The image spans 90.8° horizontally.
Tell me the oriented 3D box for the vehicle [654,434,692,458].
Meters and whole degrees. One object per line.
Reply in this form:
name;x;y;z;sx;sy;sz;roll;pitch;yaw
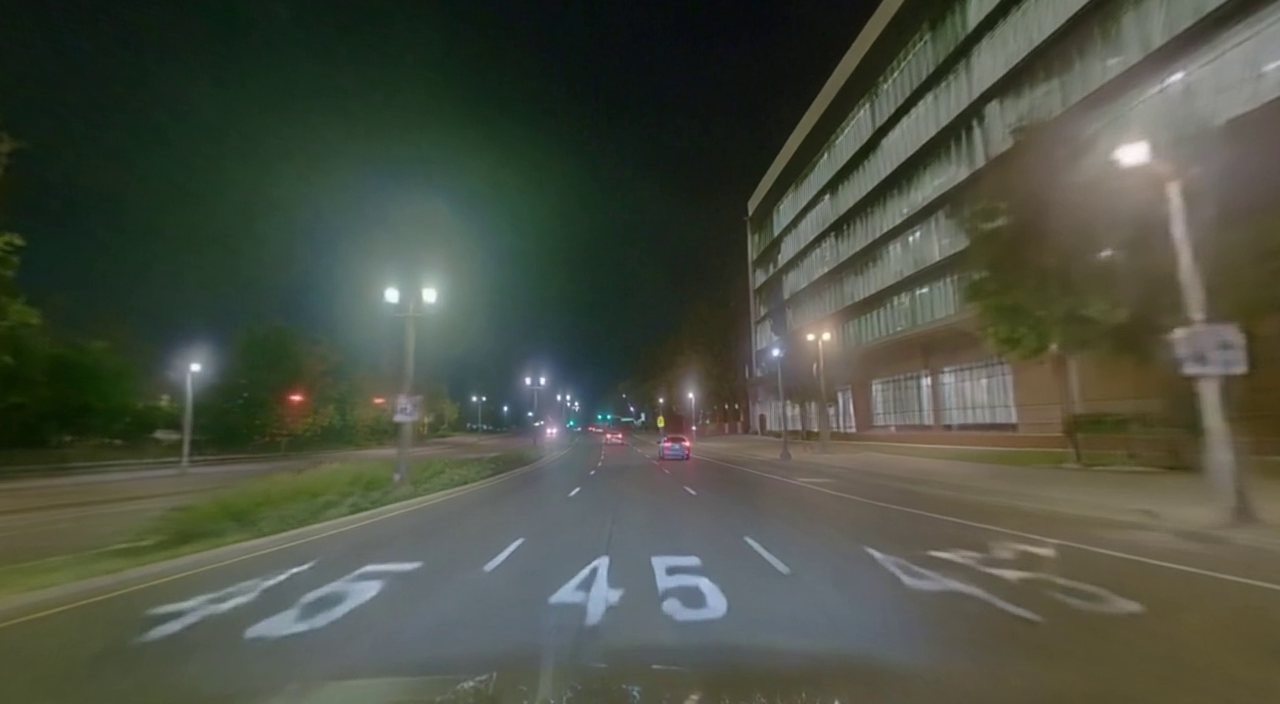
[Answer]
vehicle;2.154;6.291;42.217;2.090;1.506;4.382;0;-8;-3

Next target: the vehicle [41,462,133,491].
vehicle;-29.289;6.593;33.603;1.655;1.389;3.364;0;-9;4
